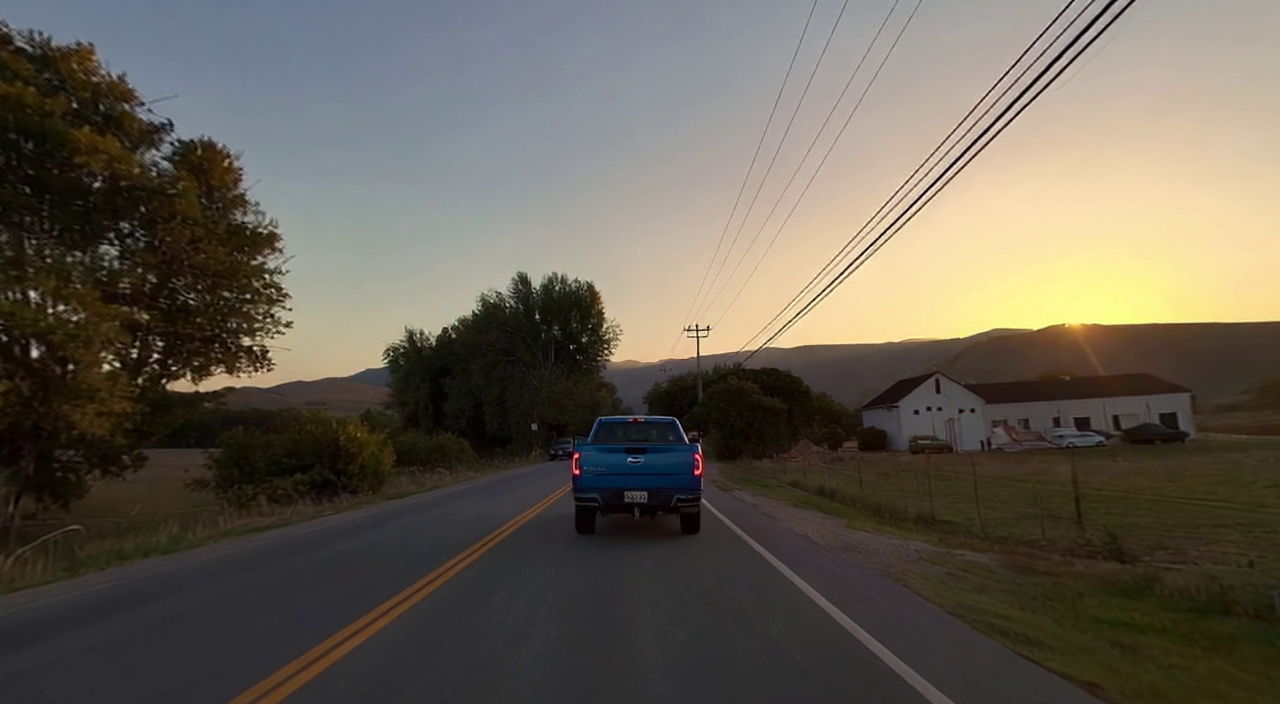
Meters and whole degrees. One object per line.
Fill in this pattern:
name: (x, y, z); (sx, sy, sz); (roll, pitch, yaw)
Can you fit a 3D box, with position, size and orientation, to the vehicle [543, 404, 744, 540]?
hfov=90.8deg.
vehicle: (-0.033, 2.102, 11.773); (2.774, 1.861, 5.885); (0, -8, -2)
